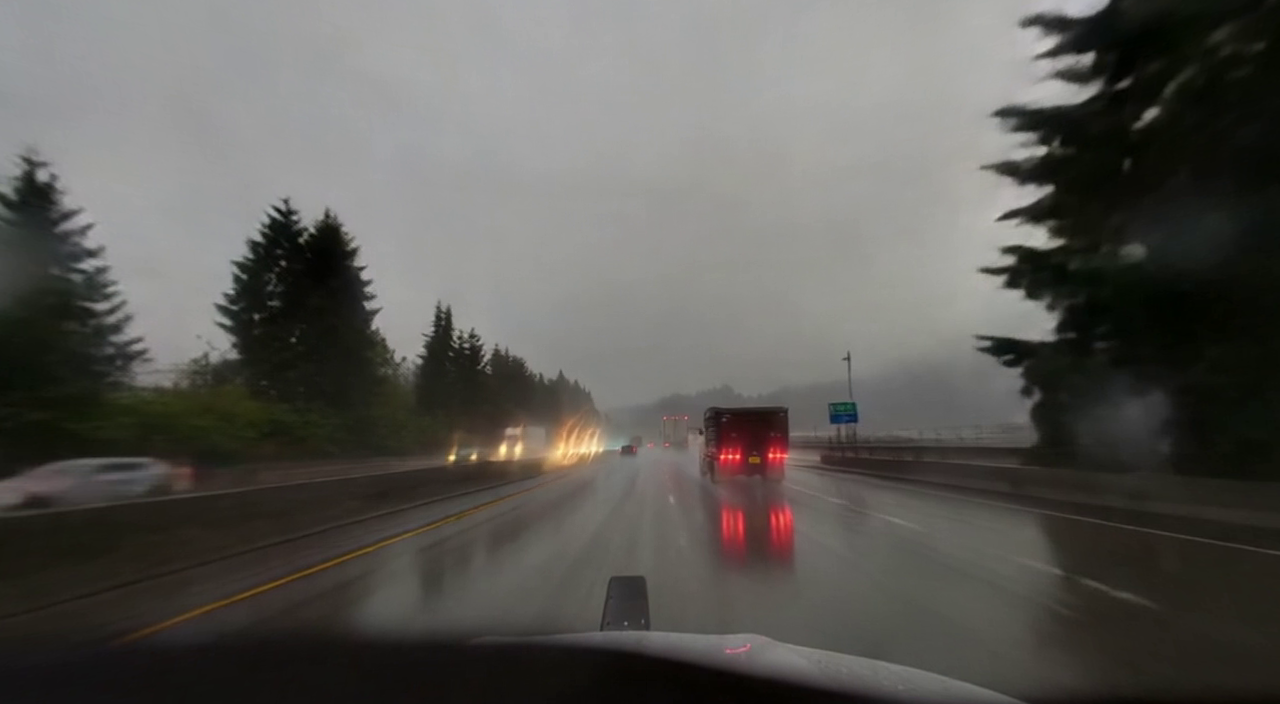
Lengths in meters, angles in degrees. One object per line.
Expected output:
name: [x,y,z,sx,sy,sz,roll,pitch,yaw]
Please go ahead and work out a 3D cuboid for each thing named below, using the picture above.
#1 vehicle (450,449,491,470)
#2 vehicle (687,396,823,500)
vehicle: [-12.449,7.919,46.501,1.737,1.450,4.343,0,-8,1]
vehicle: [2.948,2.725,18.072,2.677,2.439,6.402,0,-8,0]
